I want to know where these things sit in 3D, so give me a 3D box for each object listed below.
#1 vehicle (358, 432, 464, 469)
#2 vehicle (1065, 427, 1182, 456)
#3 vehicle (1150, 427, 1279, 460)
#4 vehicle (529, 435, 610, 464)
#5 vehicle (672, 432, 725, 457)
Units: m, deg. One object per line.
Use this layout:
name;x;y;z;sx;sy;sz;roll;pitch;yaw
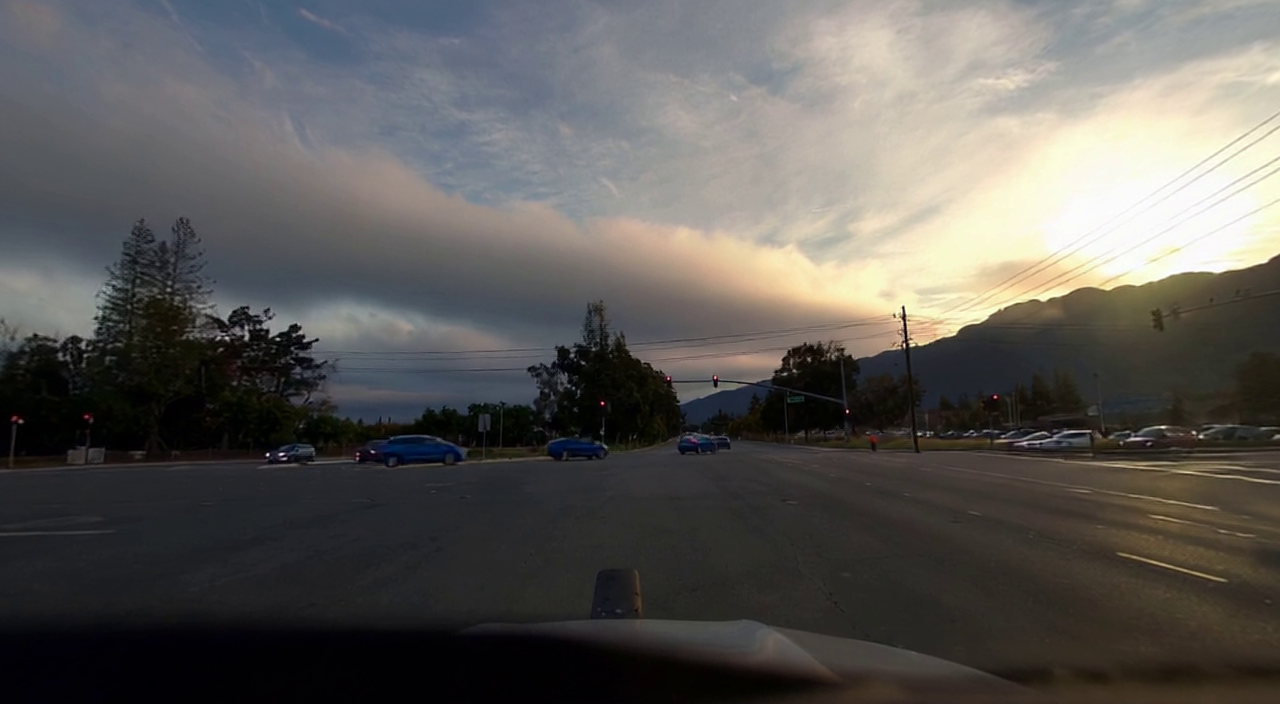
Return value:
vehicle;-11.472;4.959;31.778;4.812;1.735;2.105;3;-9;-21
vehicle;28.369;5.274;37.202;5.100;1.680;2.055;0;-9;1
vehicle;27.311;4.309;29.795;4.778;1.495;1.959;0;-9;0
vehicle;-4.093;5.674;36.836;4.218;1.542;2.044;6;-11;-36
vehicle;4.612;7.200;49.047;2.246;1.805;5.228;-5;-10;27
